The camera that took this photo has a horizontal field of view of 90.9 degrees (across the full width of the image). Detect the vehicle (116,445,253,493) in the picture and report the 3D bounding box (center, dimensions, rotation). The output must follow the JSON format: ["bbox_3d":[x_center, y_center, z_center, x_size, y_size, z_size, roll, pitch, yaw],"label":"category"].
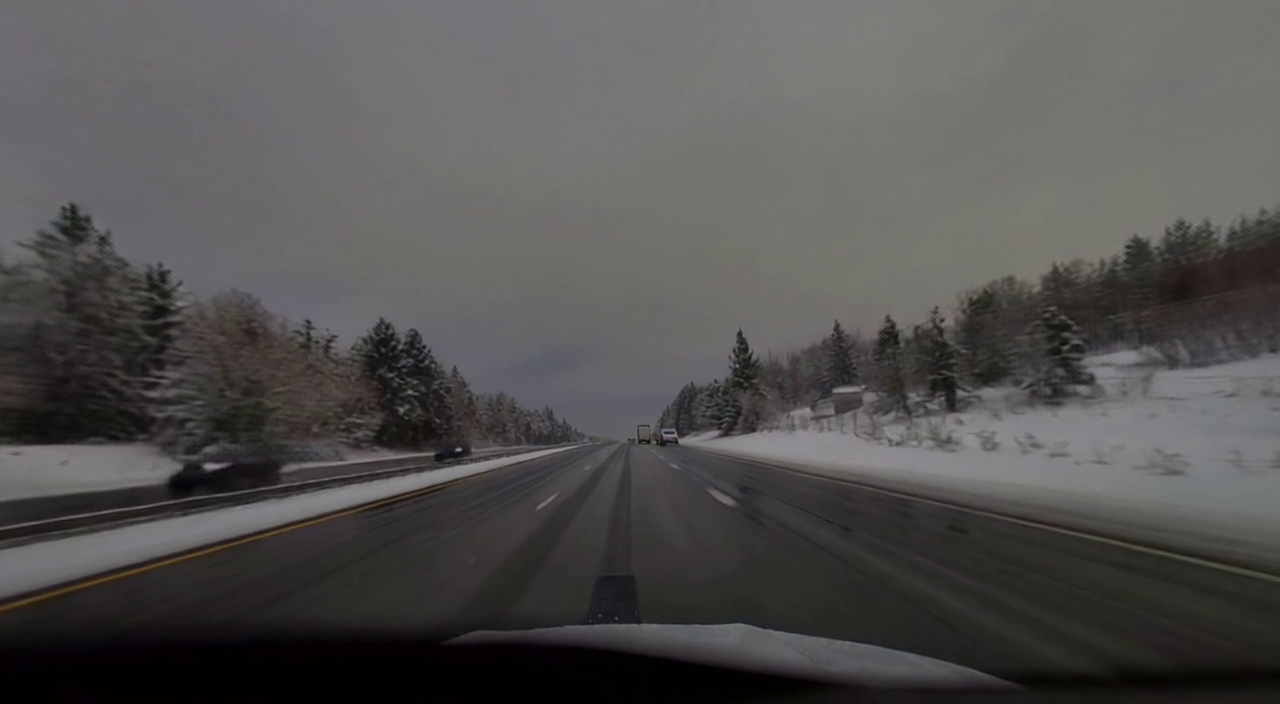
[{"bbox_3d":[-16.541,4.224,23.207,1.860,1.515,4.377,0,-8,-2],"label":"vehicle"}]

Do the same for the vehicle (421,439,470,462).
[{"bbox_3d":[-12.975,6.560,42.273,1.972,1.439,4.298,0,-8,-1],"label":"vehicle"}]
